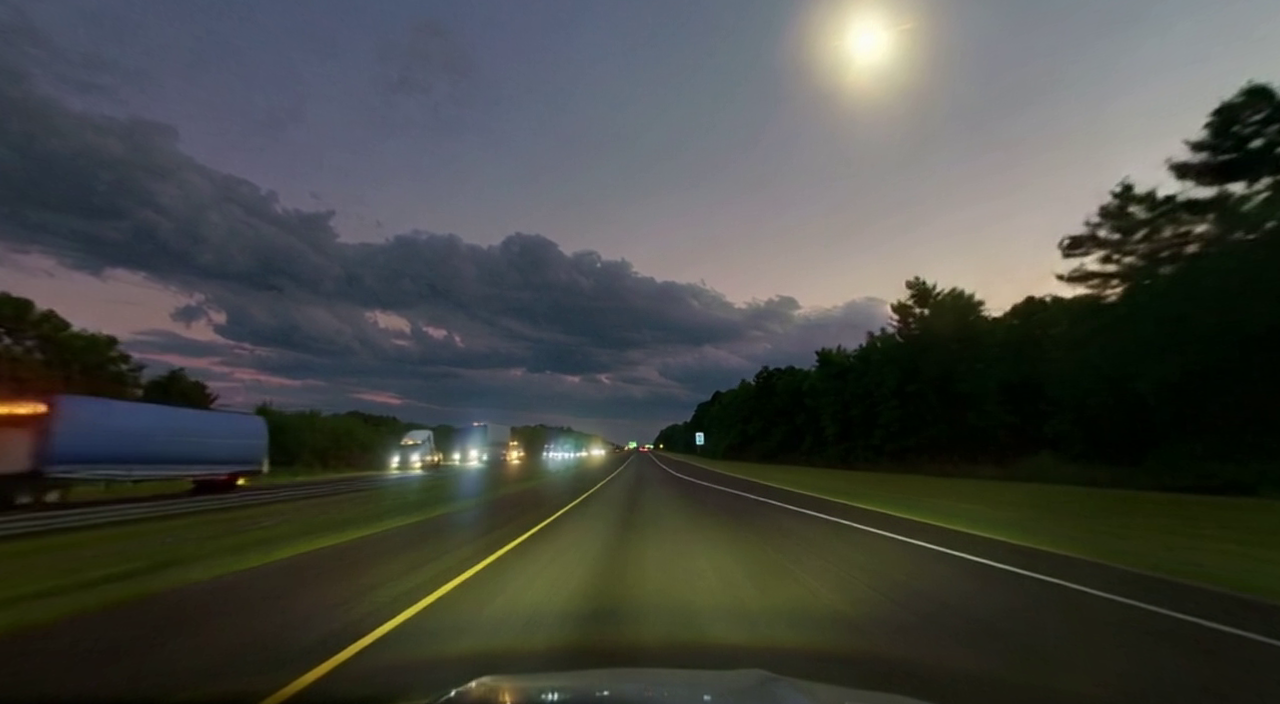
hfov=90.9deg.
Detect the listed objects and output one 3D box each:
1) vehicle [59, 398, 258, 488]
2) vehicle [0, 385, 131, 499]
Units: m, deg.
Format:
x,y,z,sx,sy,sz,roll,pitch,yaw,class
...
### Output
x,y,z,sx,sy,sz,roll,pitch,yaw,class
-23.125,4.531,31.200,2.822,3.779,8.710,0,-9,0,vehicle
-23.186,3.098,21.570,3.015,3.832,9.988,0,-9,0,vehicle
